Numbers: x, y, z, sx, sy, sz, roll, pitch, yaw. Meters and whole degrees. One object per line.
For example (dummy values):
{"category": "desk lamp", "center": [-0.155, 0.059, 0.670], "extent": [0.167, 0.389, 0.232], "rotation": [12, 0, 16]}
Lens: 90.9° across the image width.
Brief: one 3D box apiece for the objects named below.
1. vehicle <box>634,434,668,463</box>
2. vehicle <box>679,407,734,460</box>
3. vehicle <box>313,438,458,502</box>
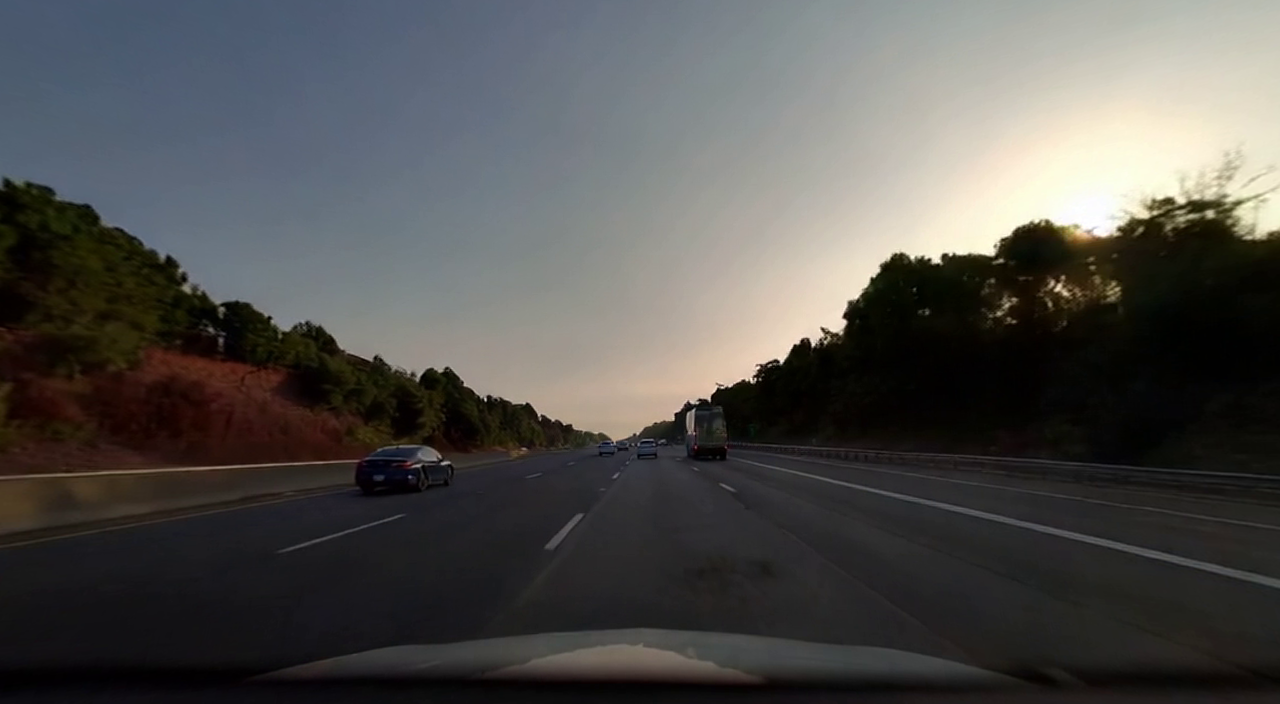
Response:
{"category": "vehicle", "center": [0.730, 6.658, 43.495], "extent": [2.212, 1.807, 4.372], "rotation": [-1, -9, 1]}
{"category": "vehicle", "center": [4.678, 6.100, 46.331], "extent": [2.855, 3.423, 9.485], "rotation": [0, -9, 0]}
{"category": "vehicle", "center": [-6.802, 3.200, 17.536], "extent": [1.947, 1.513, 4.751], "rotation": [-1, -9, 2]}
